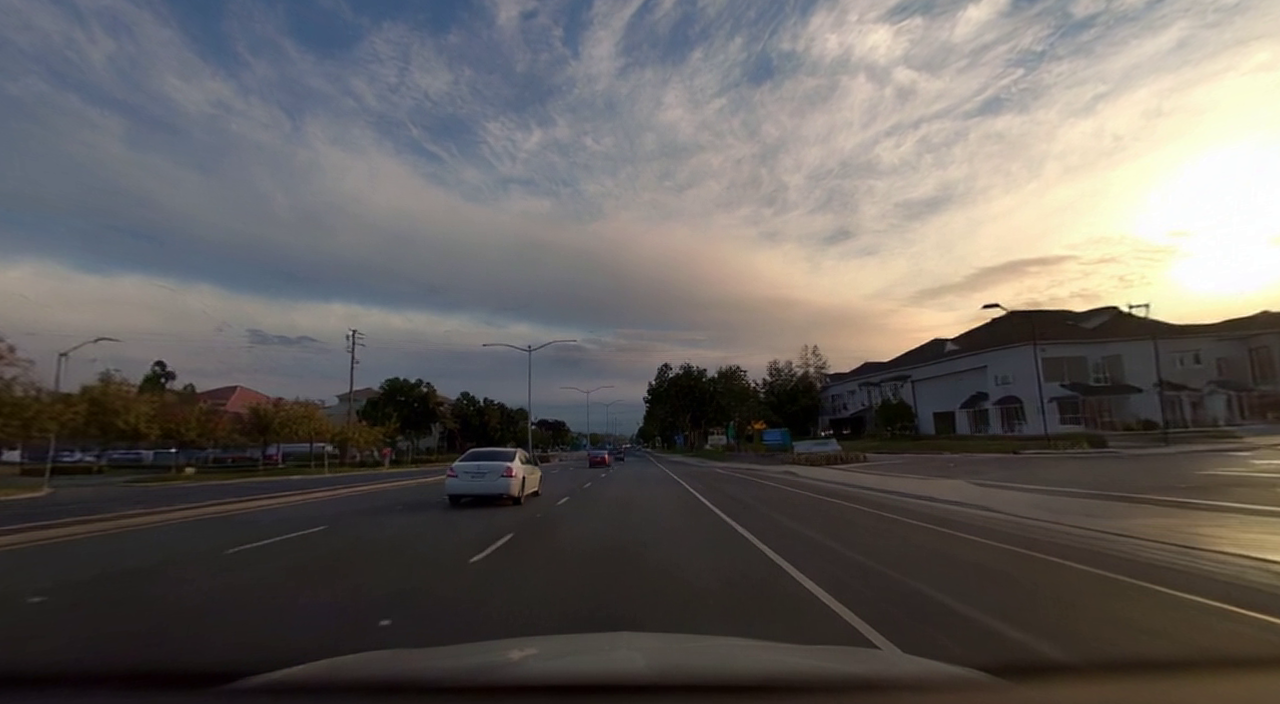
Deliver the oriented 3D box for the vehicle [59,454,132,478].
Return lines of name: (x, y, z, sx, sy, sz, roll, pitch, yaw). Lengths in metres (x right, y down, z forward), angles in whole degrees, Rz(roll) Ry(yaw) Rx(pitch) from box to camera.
vehicle: (-42.879, 8.970, 49.896, 1.882, 1.745, 4.462, 1, -8, -2)

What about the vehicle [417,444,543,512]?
vehicle: (-3.852, 3.104, 16.099, 2.003, 1.454, 4.484, 0, -9, 0)
